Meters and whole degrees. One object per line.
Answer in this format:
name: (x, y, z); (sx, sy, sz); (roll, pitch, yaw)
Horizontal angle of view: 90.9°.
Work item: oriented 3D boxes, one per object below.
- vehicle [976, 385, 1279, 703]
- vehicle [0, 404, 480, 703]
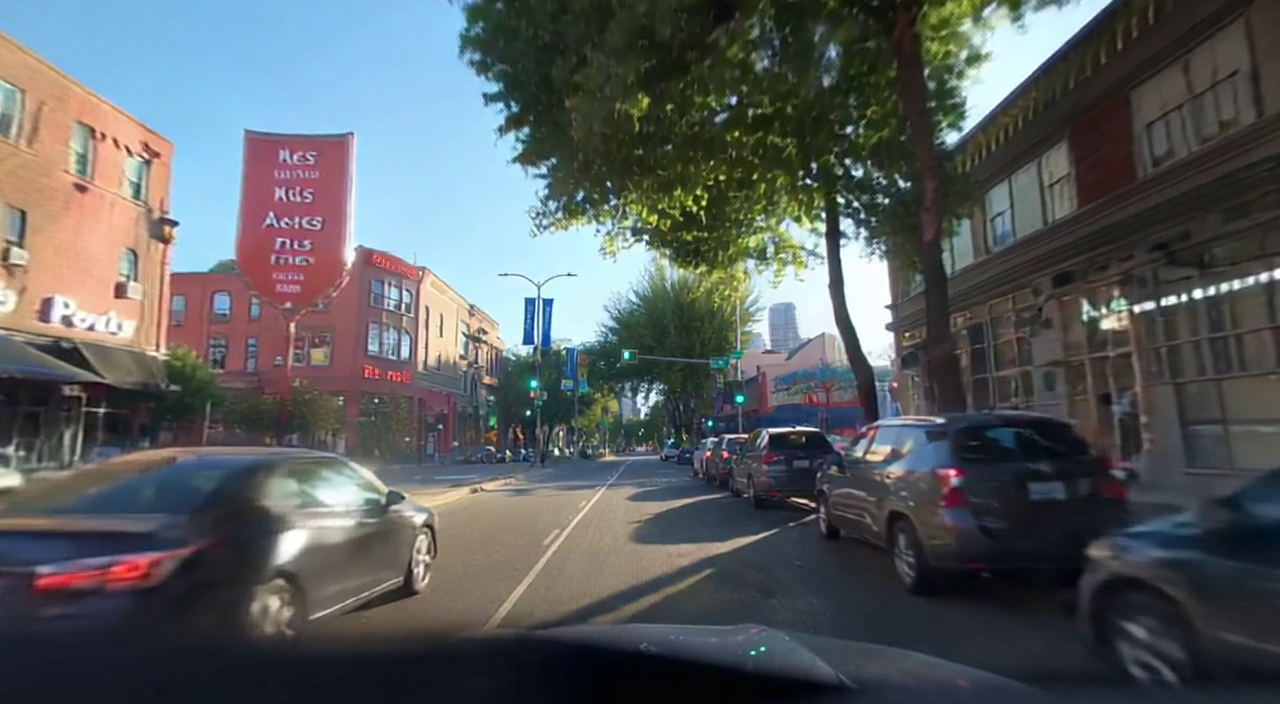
vehicle: (3.290, 0.869, 1.952); (2.120, 1.560, 4.402); (0, -8, 1)
vehicle: (-2.748, 1.204, 4.427); (2.030, 1.436, 4.388); (0, -8, 1)
